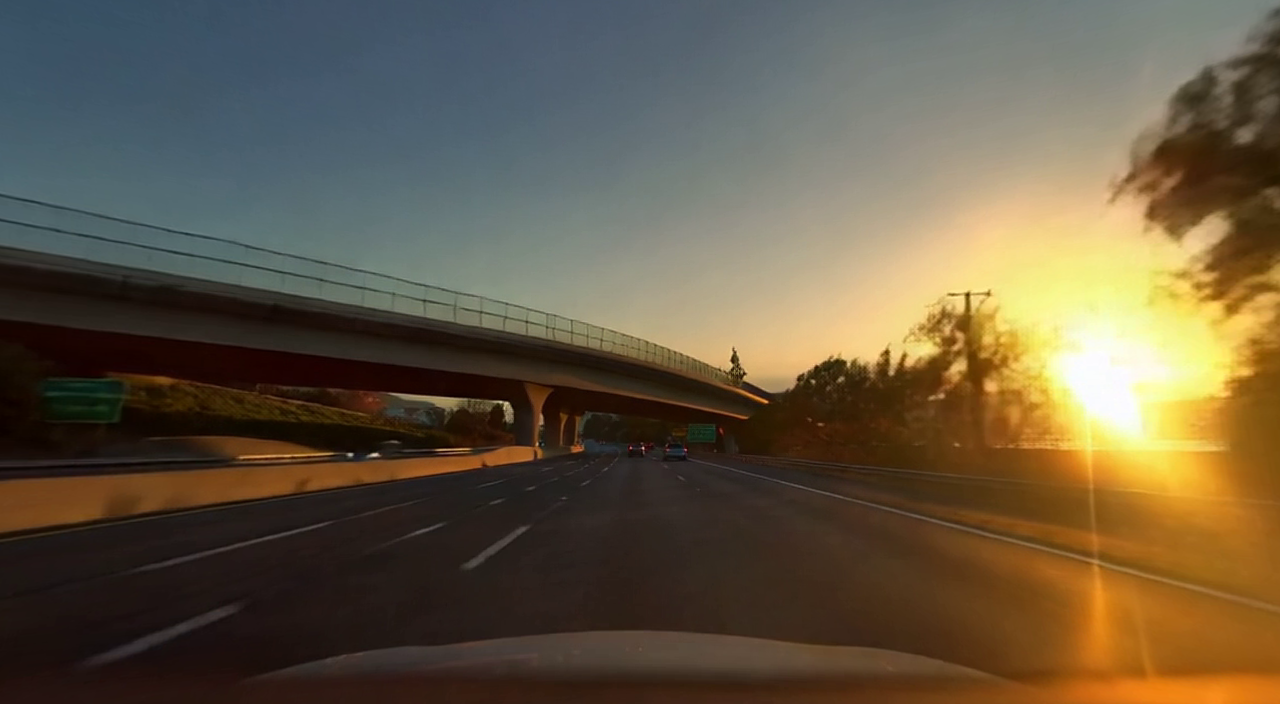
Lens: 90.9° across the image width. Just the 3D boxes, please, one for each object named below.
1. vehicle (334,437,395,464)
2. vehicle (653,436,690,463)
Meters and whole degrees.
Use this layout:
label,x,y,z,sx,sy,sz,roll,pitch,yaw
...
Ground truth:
label,x,y,z,sx,sy,sz,roll,pitch,yaw
vehicle,-17.560,6.294,40.421,1.949,1.650,4.483,0,-8,-1
vehicle,2.391,7.568,49.145,2.431,1.916,4.808,0,-8,-2
